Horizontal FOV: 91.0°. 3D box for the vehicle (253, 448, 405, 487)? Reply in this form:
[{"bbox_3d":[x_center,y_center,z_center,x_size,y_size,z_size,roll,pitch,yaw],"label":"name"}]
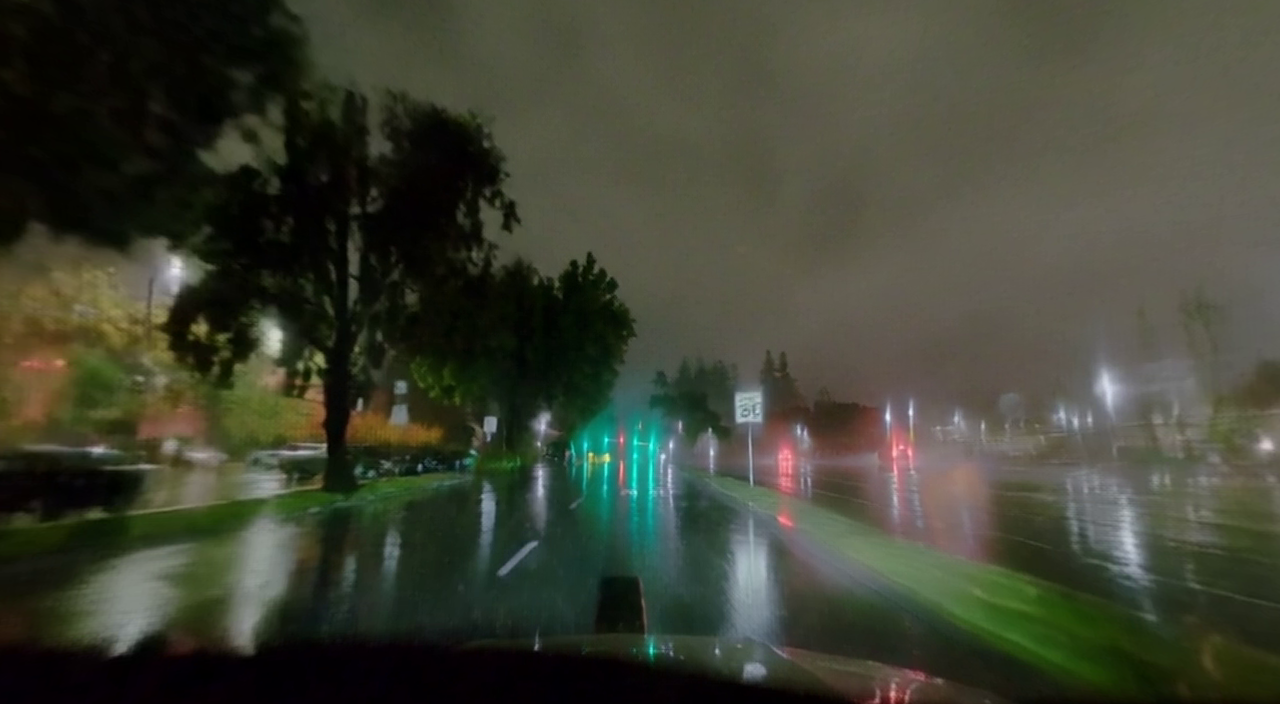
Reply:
[{"bbox_3d":[-12.946,4.820,26.430,5.300,1.432,1.951,1,-9,-1],"label":"vehicle"}]

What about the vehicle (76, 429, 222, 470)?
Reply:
[{"bbox_3d":[-26.101,5.181,33.635,5.603,2.043,2.554,0,-9,1],"label":"vehicle"}]

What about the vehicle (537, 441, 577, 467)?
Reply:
[{"bbox_3d":[-6.435,7.941,49.403,2.350,1.892,5.542,0,-8,1],"label":"vehicle"}]

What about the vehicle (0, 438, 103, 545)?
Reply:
[{"bbox_3d":[-12.852,2.403,11.079,4.834,1.743,2.156,-1,-8,2],"label":"vehicle"}]
